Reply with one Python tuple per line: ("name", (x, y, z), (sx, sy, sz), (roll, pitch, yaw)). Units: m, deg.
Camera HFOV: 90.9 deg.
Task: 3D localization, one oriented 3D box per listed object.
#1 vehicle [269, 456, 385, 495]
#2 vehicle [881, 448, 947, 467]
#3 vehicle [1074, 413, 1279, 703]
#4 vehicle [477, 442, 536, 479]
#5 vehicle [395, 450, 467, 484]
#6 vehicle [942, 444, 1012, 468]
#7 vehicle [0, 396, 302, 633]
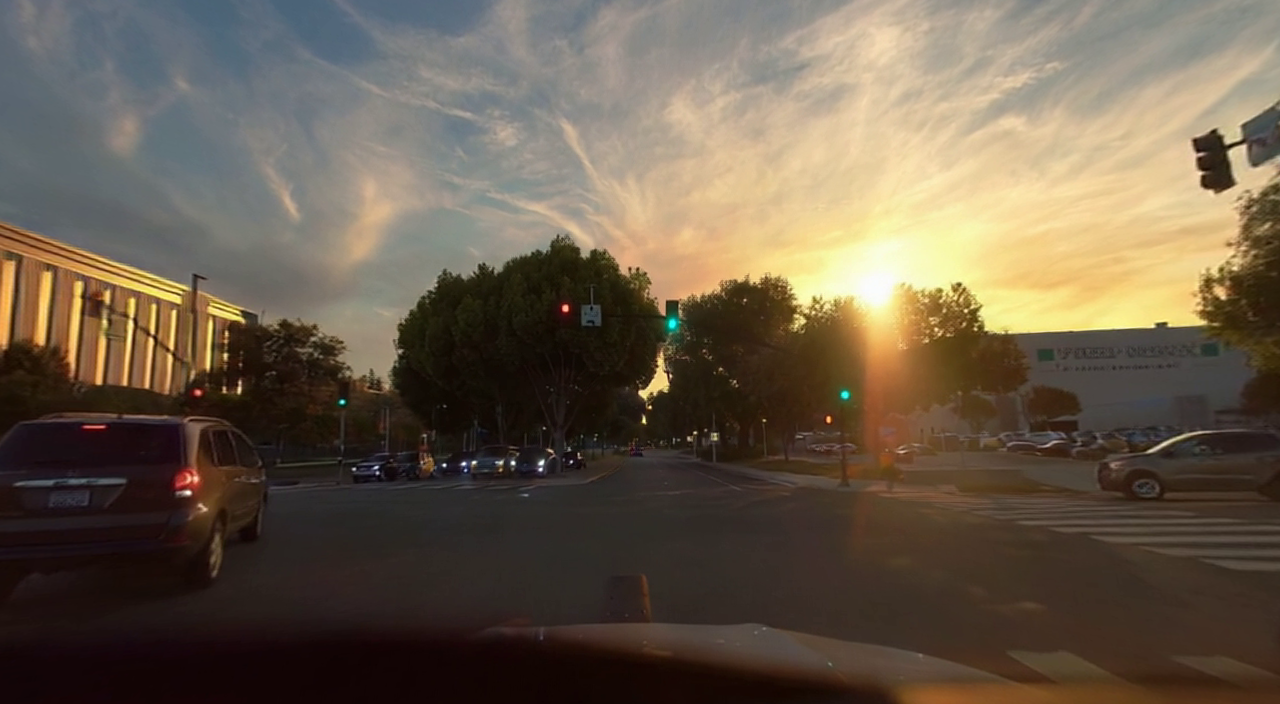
("vehicle", (-13.654, 5.388, 27.881), (2.011, 1.480, 4.747), (-2, -9, 12))
("vehicle", (20.551, 7.929, 47.365), (4.120, 1.340, 1.654), (-1, -8, 5))
("vehicle", (3.568, 0.849, 1.516), (1.966, 1.490, 4.429), (0, -8, 2))
("vehicle", (-7.144, 5.825, 34.236), (2.081, 1.818, 4.782), (0, -8, 1))
("vehicle", (-10.611, 5.874, 32.483), (2.041, 1.548, 4.868), (0, -8, 0))
("vehicle", (21.485, 6.628, 40.212), (3.576, 1.425, 1.702), (2, -8, -11))
("vehicle", (-5.378, 1.570, 7.141), (2.000, 1.789, 4.638), (3, -9, -20))
